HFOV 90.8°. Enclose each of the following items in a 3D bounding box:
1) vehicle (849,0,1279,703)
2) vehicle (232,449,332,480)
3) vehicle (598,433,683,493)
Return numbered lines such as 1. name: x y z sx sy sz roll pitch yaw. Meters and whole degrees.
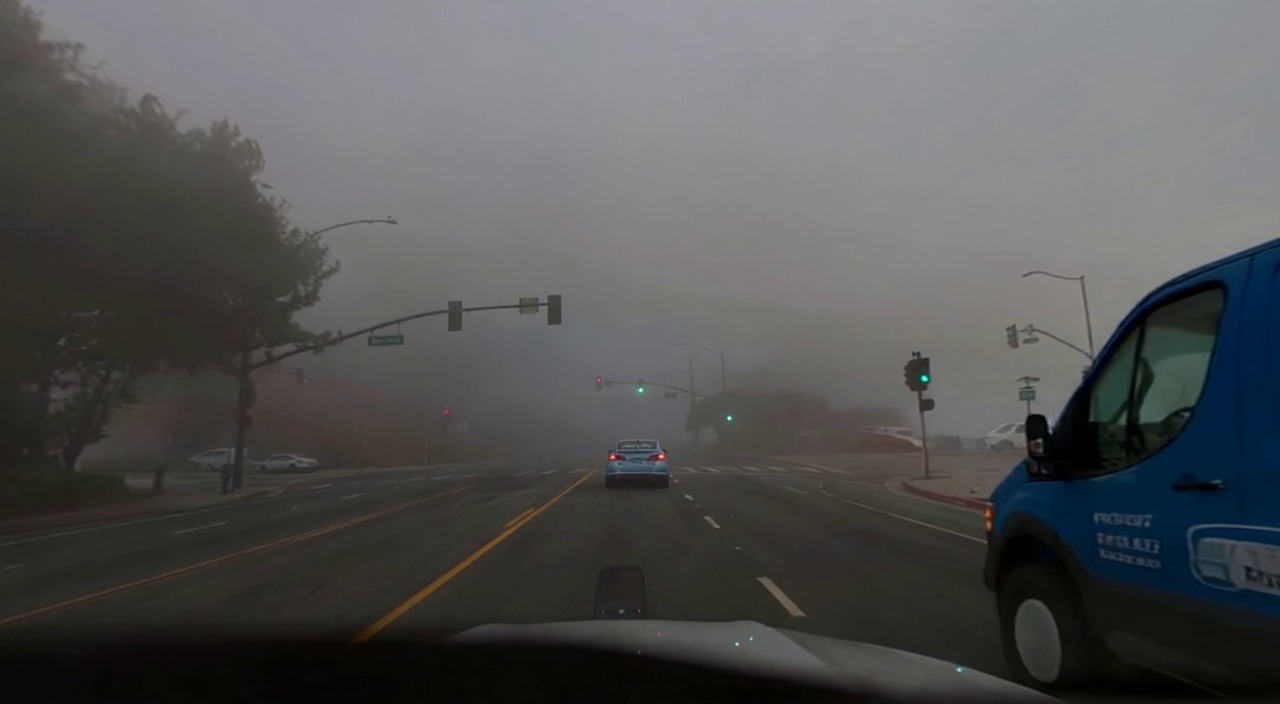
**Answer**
1. vehicle: 2.940 0.079 0.953 2.770 3.054 7.271 0 -9 0
2. vehicle: -20.548 6.453 36.387 4.588 1.703 1.879 0 -9 1
3. vehicle: -0.005 3.076 17.799 2.104 1.462 3.991 0 -9 0
